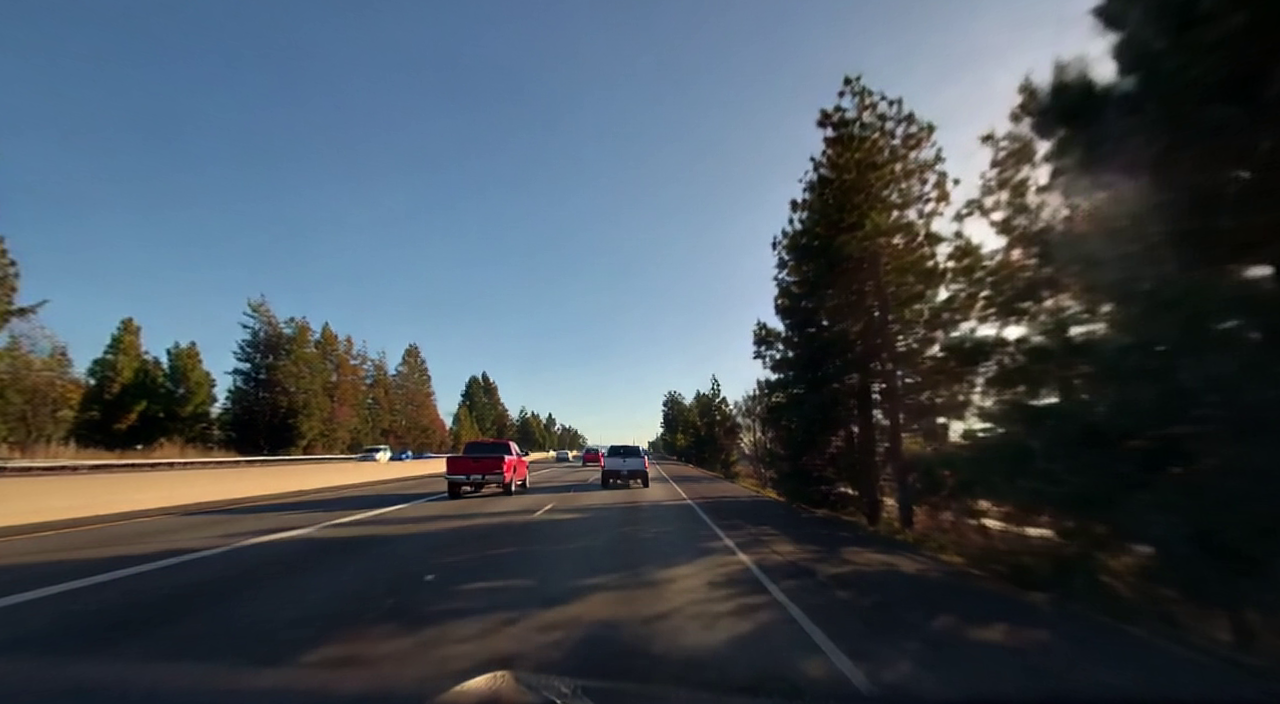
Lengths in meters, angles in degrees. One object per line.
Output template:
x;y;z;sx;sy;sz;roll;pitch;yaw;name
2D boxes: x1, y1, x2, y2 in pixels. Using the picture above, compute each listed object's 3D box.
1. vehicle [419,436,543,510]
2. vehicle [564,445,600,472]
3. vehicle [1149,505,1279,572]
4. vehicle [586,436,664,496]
-4.129;3.221;17.429;2.038;1.704;5.181;0;-8;0;vehicle
-4.042;7.518;44.683;1.991;1.776;4.333;0;-8;2;vehicle
20.252;6.311;21.782;1.956;1.594;4.425;-1;-8;5;vehicle
-0.418;3.687;20.836;2.293;1.753;4.380;0;-8;1;vehicle
